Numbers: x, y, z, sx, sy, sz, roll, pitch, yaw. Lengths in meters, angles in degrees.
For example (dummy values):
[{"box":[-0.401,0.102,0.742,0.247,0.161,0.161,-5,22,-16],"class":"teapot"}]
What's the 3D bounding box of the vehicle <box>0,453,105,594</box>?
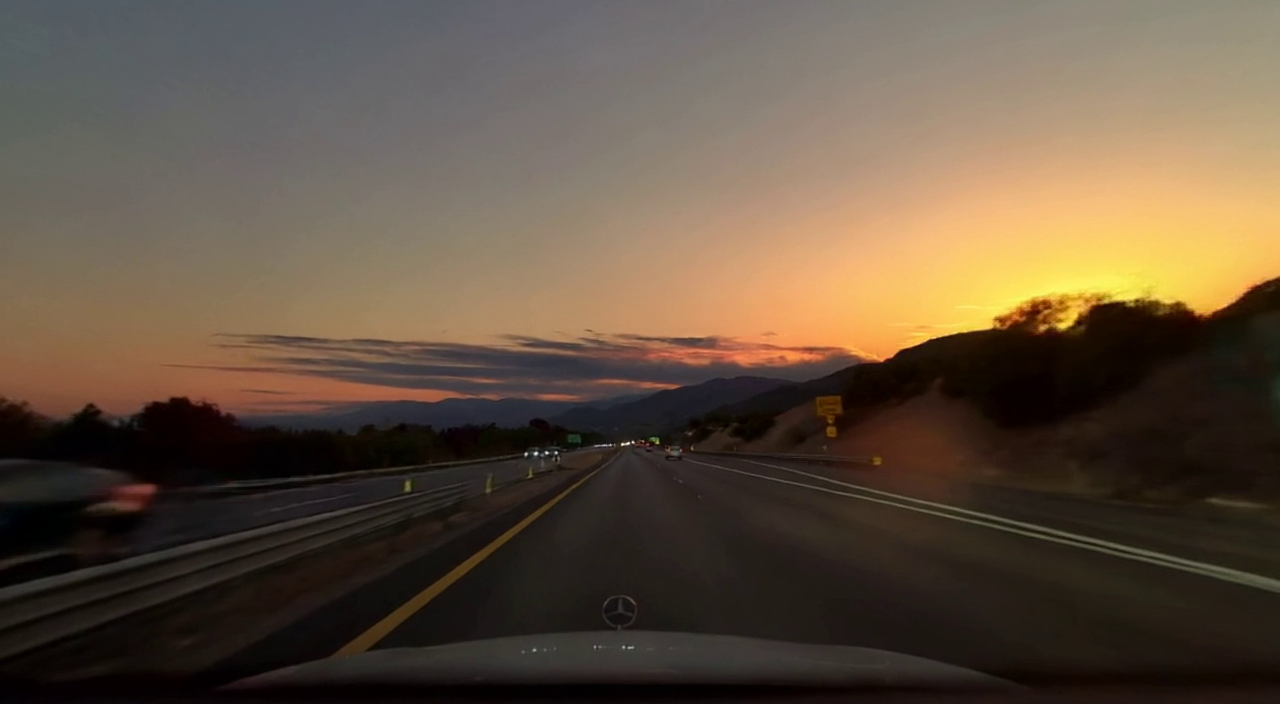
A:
[{"box":[-8.260,1.847,6.318,1.961,1.587,4.391,0,-9,-3],"class":"vehicle"}]
